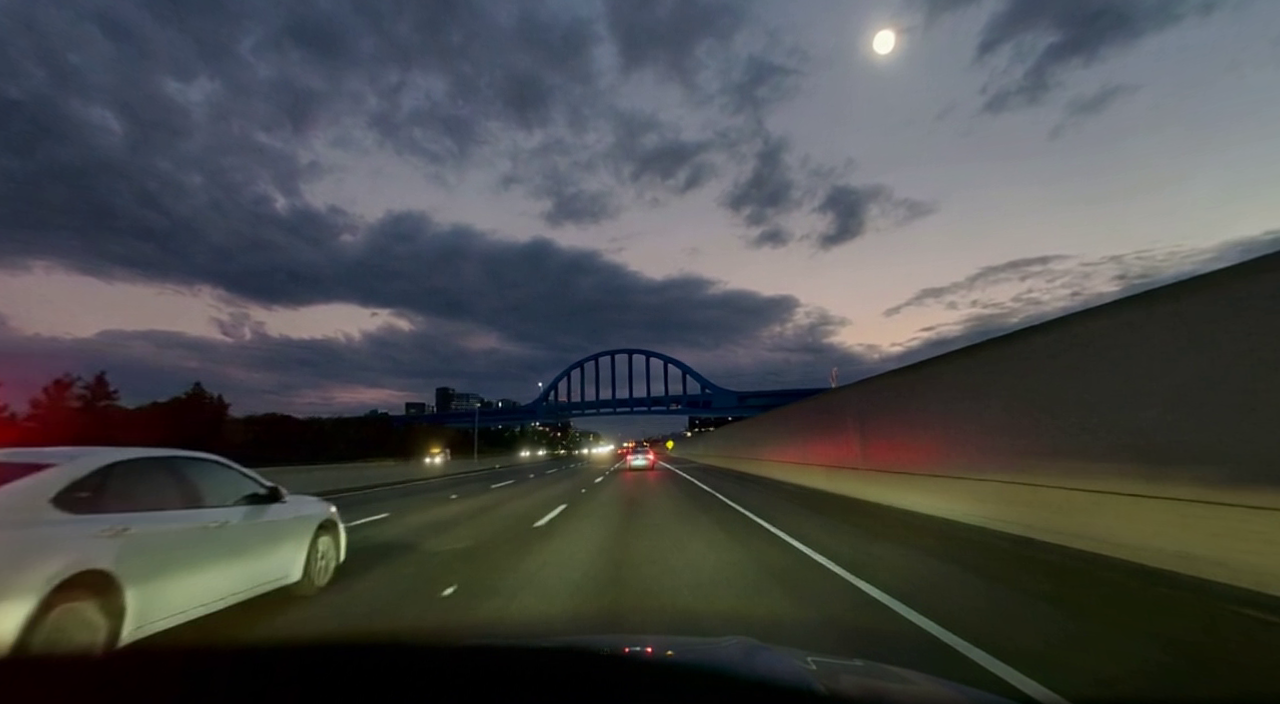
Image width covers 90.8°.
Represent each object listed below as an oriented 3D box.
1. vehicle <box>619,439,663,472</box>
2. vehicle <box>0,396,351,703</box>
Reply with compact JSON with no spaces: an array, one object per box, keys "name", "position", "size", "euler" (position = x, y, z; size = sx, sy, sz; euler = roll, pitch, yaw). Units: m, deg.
[{"name":"vehicle","position":[0.026,5.798,35.547],"size":[2.299,1.716,4.579],"euler":[0,-9,0]},{"name":"vehicle","position":[-3.398,0.974,2.602],"size":[2.095,1.498,4.854],"euler":[-1,-9,0]}]
